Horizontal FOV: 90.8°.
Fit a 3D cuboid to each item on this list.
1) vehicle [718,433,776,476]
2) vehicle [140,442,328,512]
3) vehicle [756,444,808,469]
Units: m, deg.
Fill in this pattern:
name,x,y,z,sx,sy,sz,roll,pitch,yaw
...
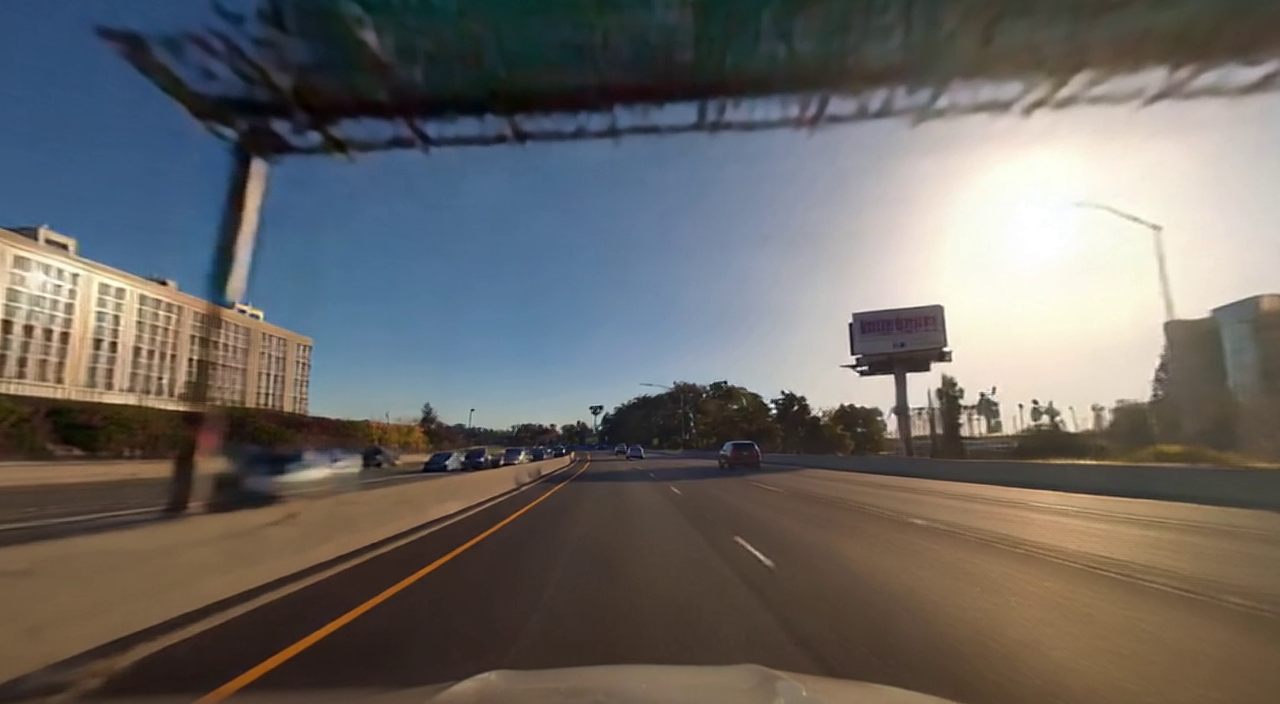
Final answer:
name,x,y,z,sx,sy,sz,roll,pitch,yaw
vehicle,5.747,5.584,34.617,2.043,2.154,4.731,0,-9,-3
vehicle,-9.885,3.020,15.941,1.799,1.433,4.661,0,-8,-2
vehicle,9.017,6.674,40.643,1.981,1.508,4.768,0,-9,-3
